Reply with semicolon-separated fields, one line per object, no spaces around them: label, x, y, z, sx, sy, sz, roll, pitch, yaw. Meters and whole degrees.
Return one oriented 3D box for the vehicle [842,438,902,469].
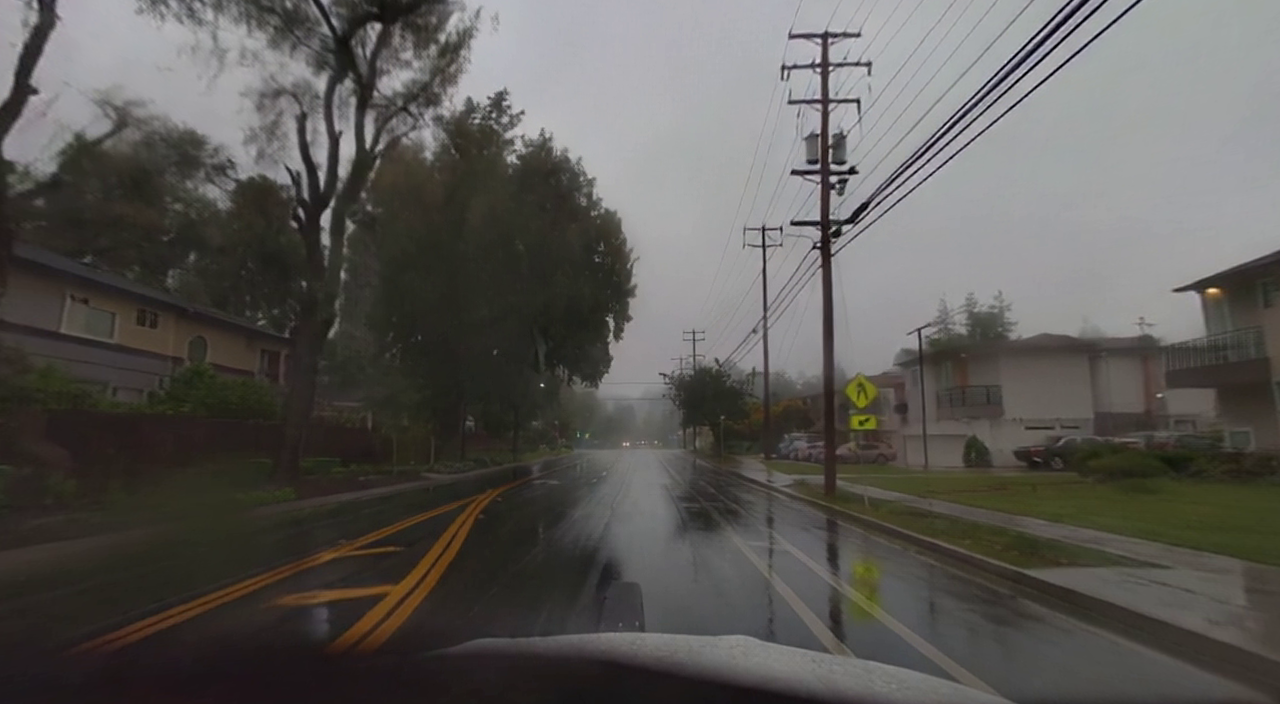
vehicle;13.612;5.968;37.180;1.935;1.683;4.669;0;-9;2

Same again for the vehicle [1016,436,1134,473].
vehicle;21.109;4.966;30.699;3.943;1.664;2.391;0;-8;-1

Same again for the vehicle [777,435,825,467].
vehicle;10.340;6.383;40.772;1.912;1.953;4.651;0;-9;0
